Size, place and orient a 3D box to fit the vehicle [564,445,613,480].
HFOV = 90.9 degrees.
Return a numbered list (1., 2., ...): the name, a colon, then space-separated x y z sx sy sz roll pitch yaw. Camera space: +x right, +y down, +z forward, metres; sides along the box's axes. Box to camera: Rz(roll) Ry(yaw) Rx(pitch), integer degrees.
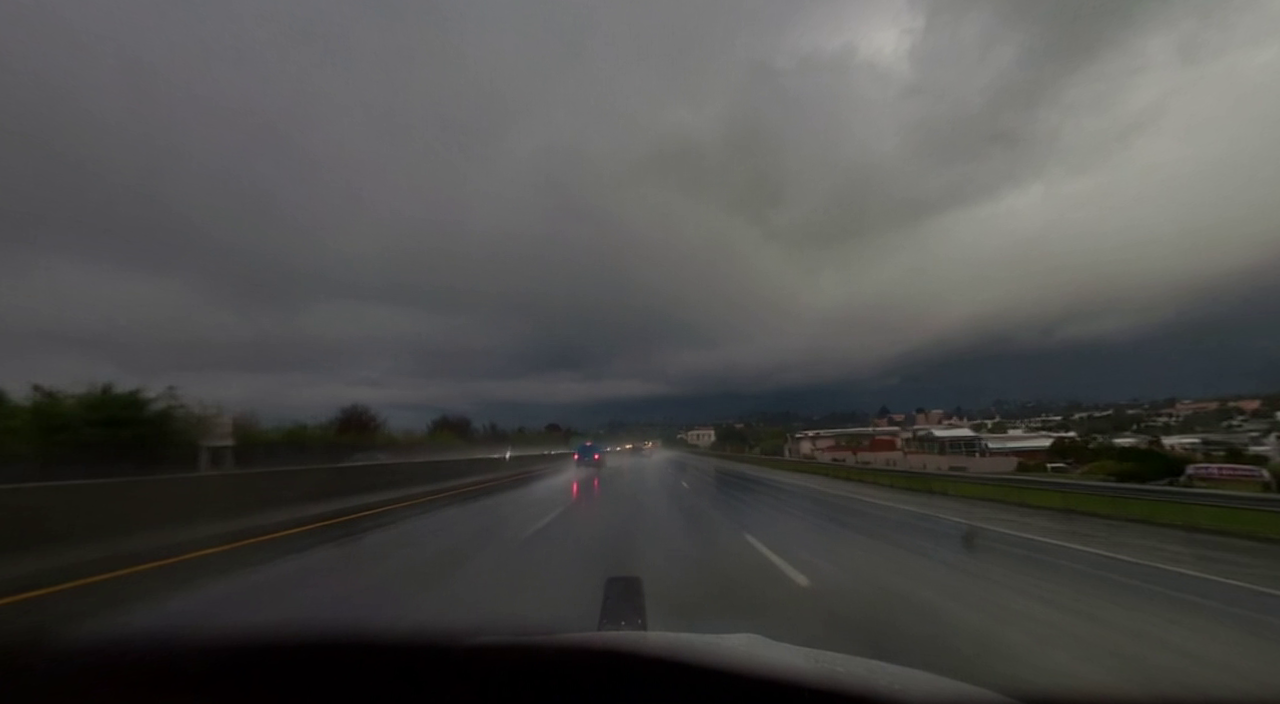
1. vehicle: -2.454 5.402 31.014 1.965 1.556 3.971 -1 -9 2
